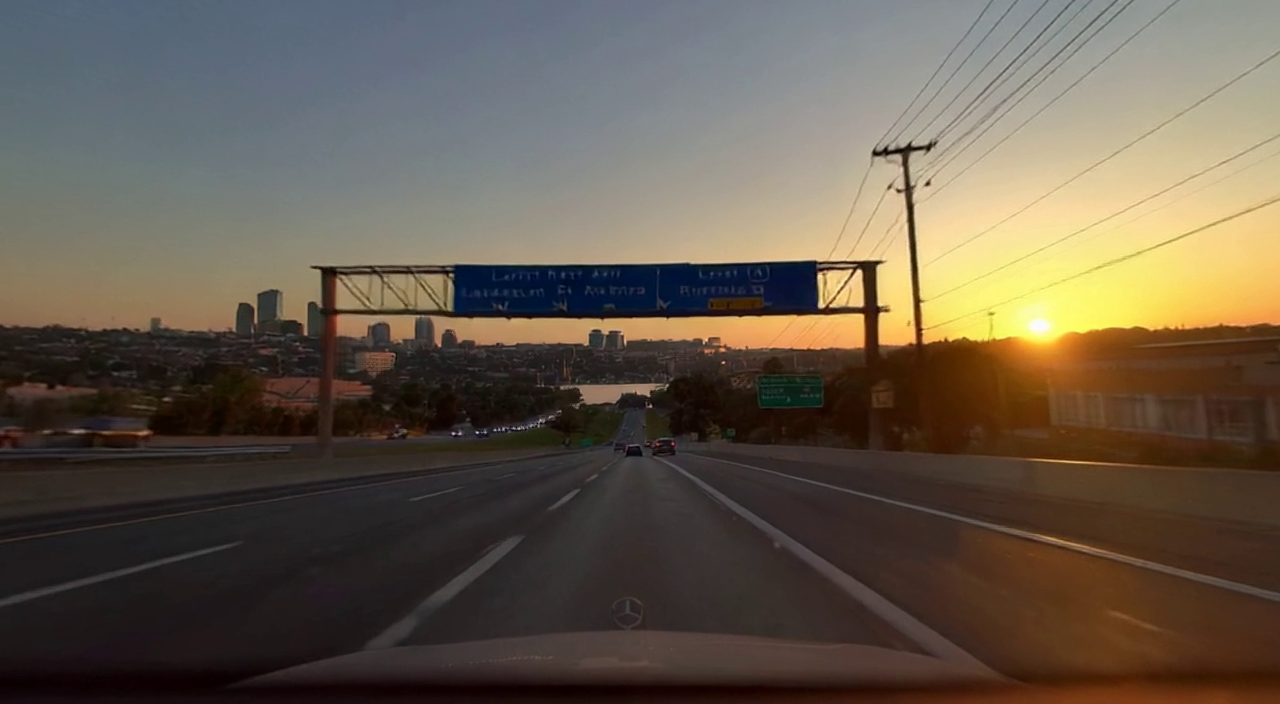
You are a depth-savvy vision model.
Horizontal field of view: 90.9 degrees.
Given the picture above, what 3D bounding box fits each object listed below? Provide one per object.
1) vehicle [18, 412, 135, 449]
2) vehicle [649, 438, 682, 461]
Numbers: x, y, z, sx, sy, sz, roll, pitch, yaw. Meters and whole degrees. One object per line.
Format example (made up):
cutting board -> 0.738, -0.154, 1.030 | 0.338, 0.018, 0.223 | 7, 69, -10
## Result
vehicle -> -26.500, 3.748, 29.874 | 1.796, 1.563, 3.964 | 3, -8, 0
vehicle -> 1.706, 6.702, 43.619 | 2.036, 1.486, 4.375 | 0, -8, -1
